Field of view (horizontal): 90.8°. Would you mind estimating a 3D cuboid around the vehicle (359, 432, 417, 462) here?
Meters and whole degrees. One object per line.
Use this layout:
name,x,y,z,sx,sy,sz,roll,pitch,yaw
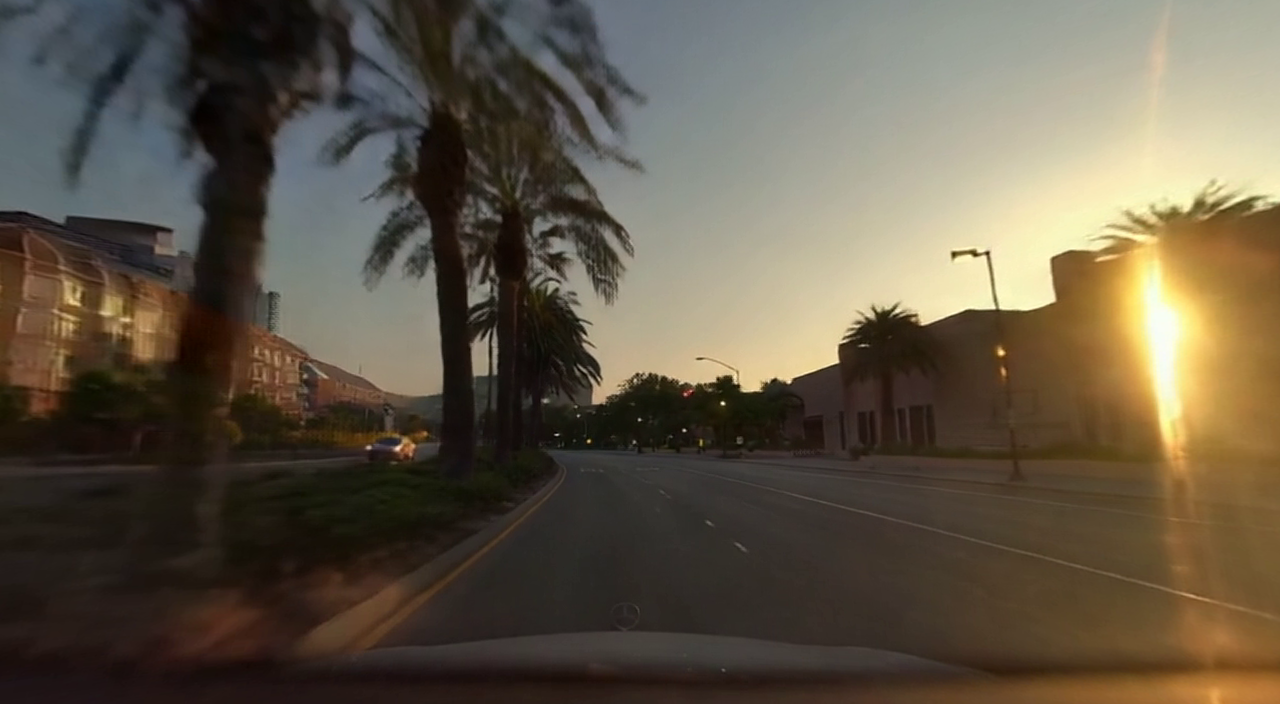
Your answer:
vehicle,-14.951,5.679,37.748,1.961,1.664,4.422,1,-9,-6
